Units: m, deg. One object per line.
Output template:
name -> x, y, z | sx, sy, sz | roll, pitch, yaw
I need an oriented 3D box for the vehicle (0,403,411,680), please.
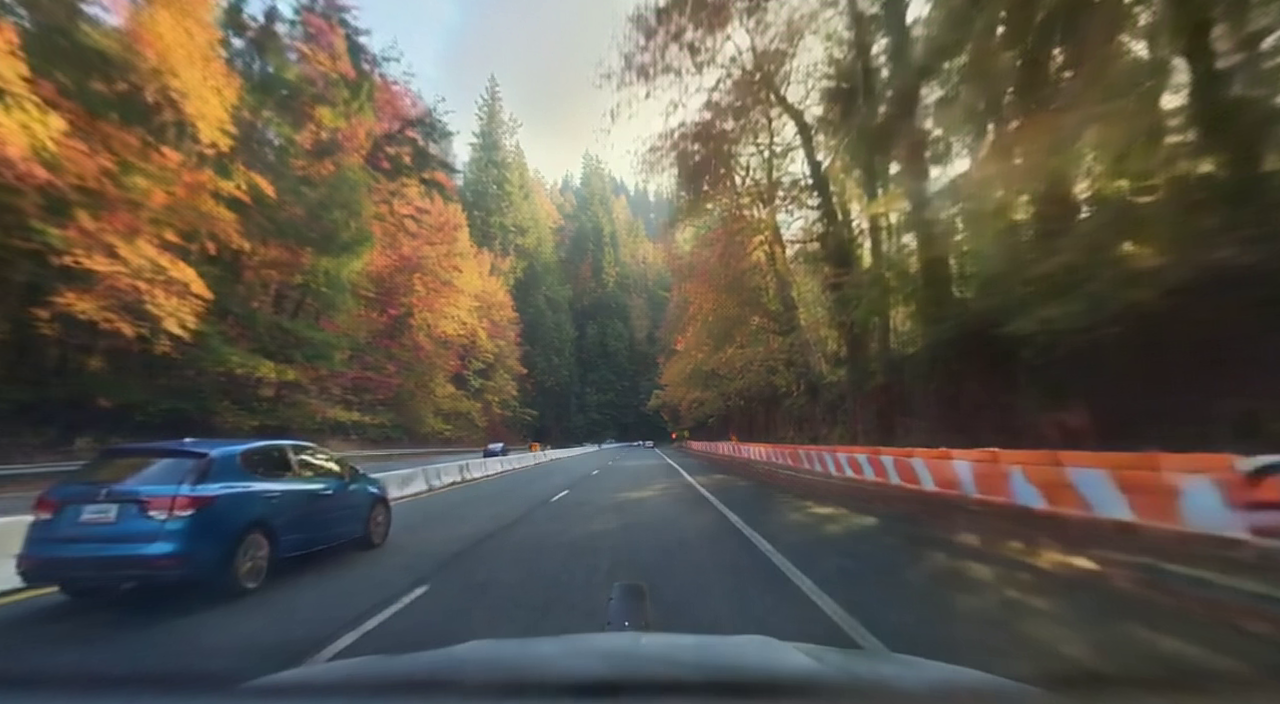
vehicle -> -3.773, 1.330, 5.542 | 1.902, 1.505, 4.016 | 0, -8, 2
